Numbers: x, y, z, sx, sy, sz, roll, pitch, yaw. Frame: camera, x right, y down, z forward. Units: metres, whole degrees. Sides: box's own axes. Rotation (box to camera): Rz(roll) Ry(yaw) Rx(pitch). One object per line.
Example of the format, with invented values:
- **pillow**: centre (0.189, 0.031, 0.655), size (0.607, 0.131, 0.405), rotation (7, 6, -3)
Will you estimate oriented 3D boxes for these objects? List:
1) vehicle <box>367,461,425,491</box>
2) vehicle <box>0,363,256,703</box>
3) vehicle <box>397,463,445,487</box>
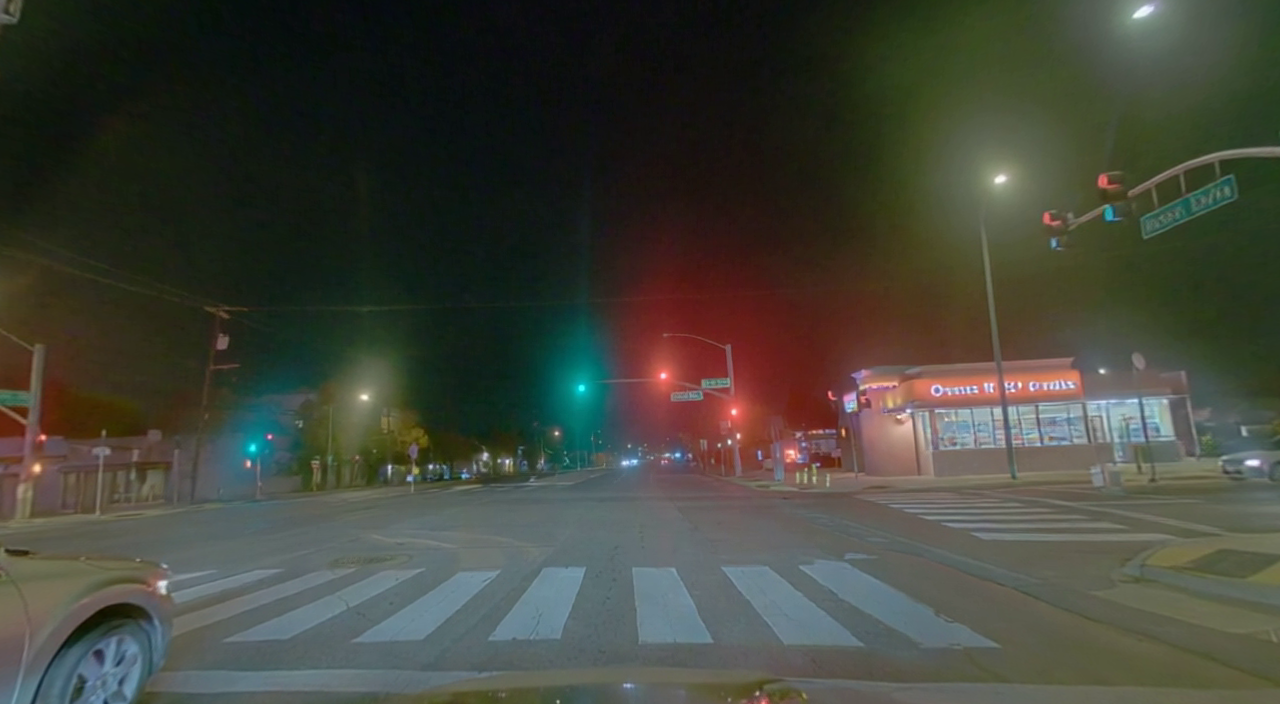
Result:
- **vehicle**: centre (-19.205, 9.738, 49.816), size (2.227, 2.033, 5.614), rotation (0, -9, 1)
- **vehicle**: centre (-3.408, 0.737, 1.405), size (2.081, 1.644, 4.523), rotation (0, -9, 2)
- **vehicle**: centre (-15.743, 8.832, 45.409), size (1.931, 1.471, 4.152), rotation (0, -9, 0)
